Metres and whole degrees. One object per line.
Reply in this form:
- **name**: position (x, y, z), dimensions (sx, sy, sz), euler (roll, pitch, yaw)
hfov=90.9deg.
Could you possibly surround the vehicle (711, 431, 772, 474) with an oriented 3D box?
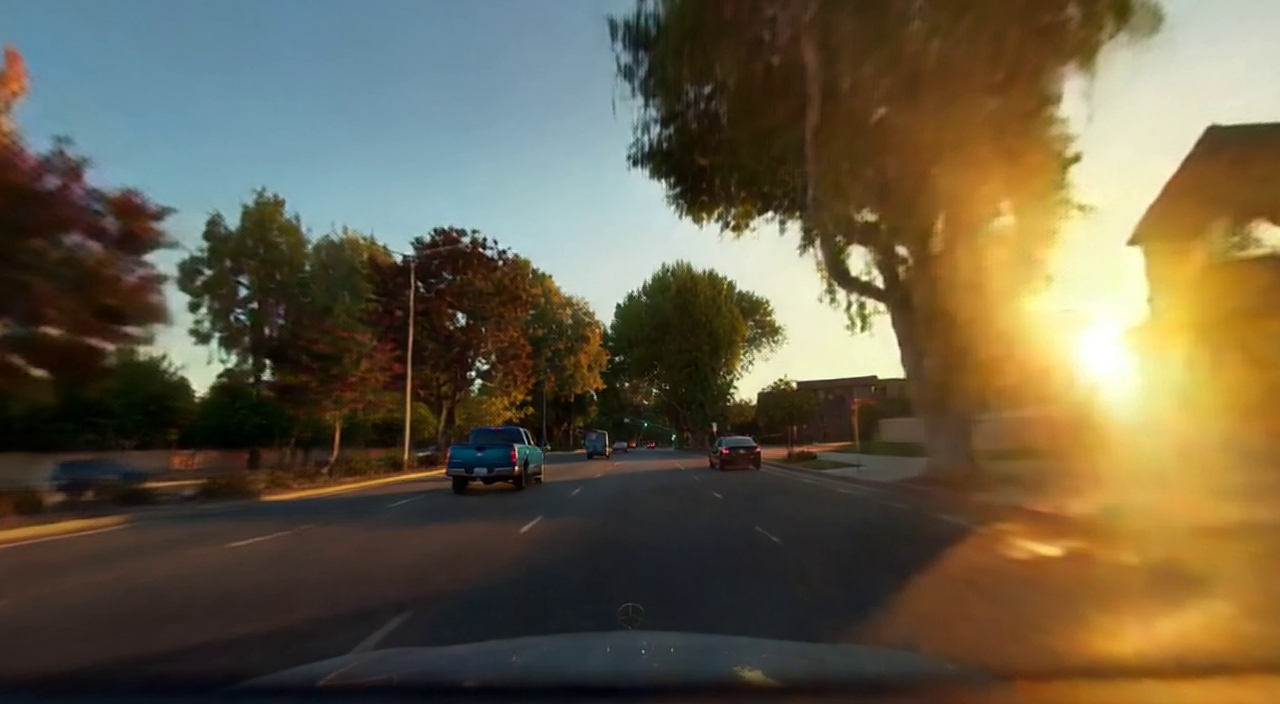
- **vehicle**: position (4.401, 4.424, 28.033), dimensions (2.016, 1.736, 4.356), euler (0, -8, 0)

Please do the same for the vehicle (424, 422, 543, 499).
- **vehicle**: position (-3.982, 2.861, 16.996), dimensions (2.002, 1.747, 4.728), euler (0, -8, 0)

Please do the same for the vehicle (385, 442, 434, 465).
- **vehicle**: position (-17.185, 7.596, 47.187), dimensions (1.903, 1.619, 4.344), euler (0, -8, 2)

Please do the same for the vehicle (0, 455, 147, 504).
- **vehicle**: position (-20.564, 4.512, 22.698), dimensions (1.939, 1.475, 4.491), euler (0, -8, 1)
